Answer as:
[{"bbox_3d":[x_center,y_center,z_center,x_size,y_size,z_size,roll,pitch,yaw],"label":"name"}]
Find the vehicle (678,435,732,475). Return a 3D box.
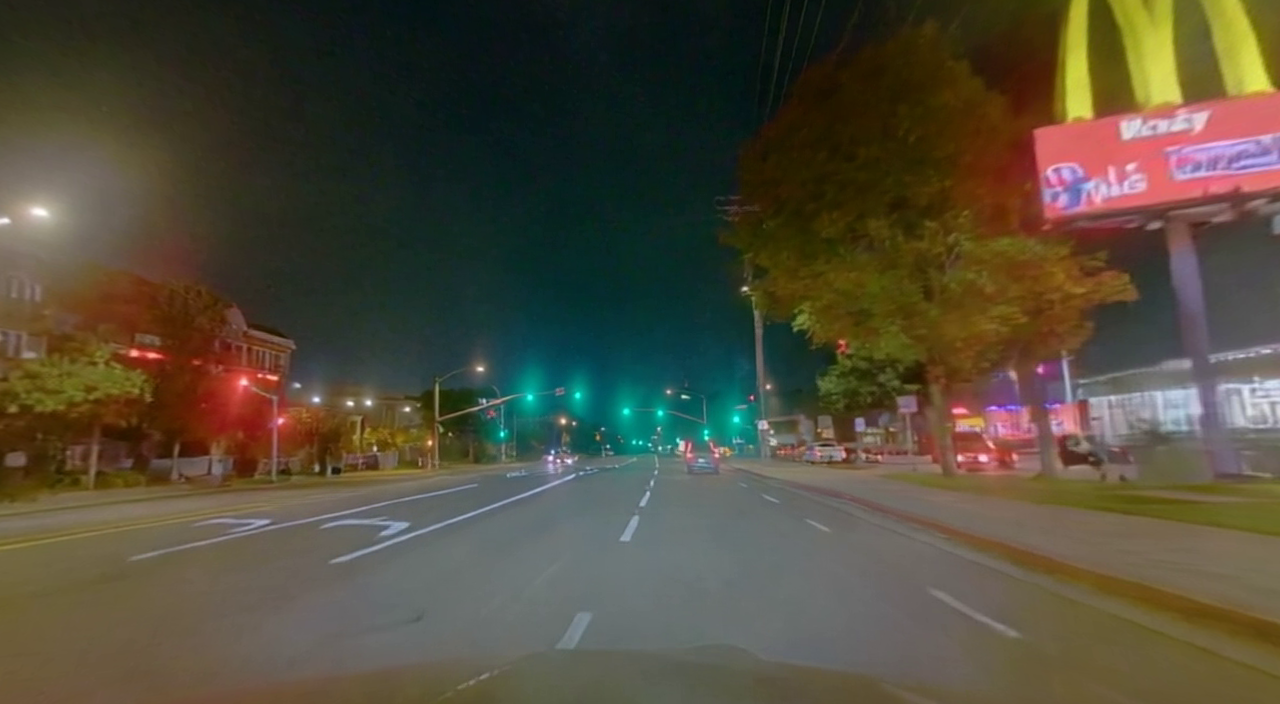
[{"bbox_3d":[2.923,4.746,29.267,2.230,1.683,4.204,-1,-8,3],"label":"vehicle"}]

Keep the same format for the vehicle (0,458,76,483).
[{"bbox_3d":[-38.228,7.386,39.355,4.336,1.452,2.025,-1,-9,3],"label":"vehicle"}]
